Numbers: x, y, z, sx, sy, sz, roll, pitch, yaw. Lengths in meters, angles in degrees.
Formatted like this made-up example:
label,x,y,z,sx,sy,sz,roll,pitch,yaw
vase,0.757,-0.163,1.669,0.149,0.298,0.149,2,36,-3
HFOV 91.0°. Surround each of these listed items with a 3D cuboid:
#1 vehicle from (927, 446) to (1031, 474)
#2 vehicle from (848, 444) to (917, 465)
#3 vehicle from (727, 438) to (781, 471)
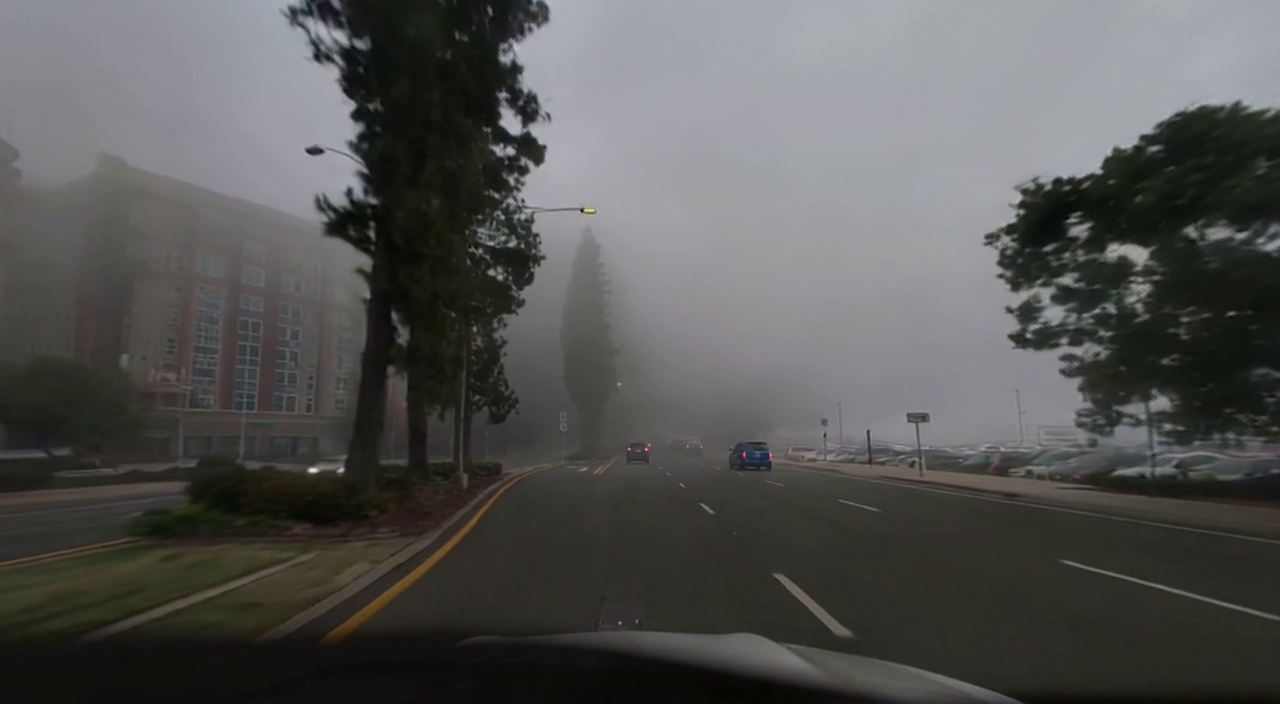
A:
label,x,y,z,sx,sy,sz,roll,pitch,yaw
vehicle,19.058,6.073,35.487,4.683,1.462,1.995,0,-9,0
vehicle,18.997,8.031,49.423,4.644,1.552,1.980,0,-9,2
vehicle,6.525,5.948,36.698,2.136,1.799,4.796,0,-9,-2
